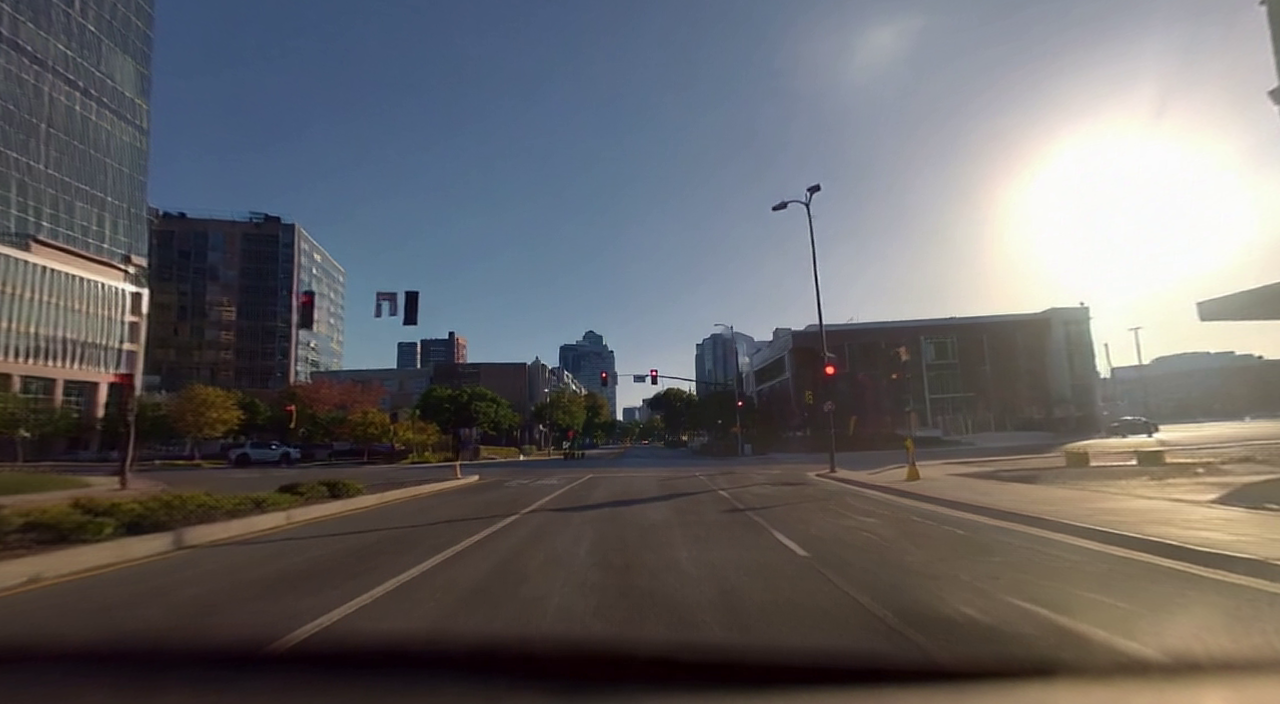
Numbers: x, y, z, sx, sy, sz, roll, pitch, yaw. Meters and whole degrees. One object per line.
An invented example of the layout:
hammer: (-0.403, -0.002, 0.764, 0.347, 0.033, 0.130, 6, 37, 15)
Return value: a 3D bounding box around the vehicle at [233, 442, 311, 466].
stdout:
vehicle: (-27.913, 7.745, 47.900, 4.603, 1.666, 1.972, 0, -8, -4)
